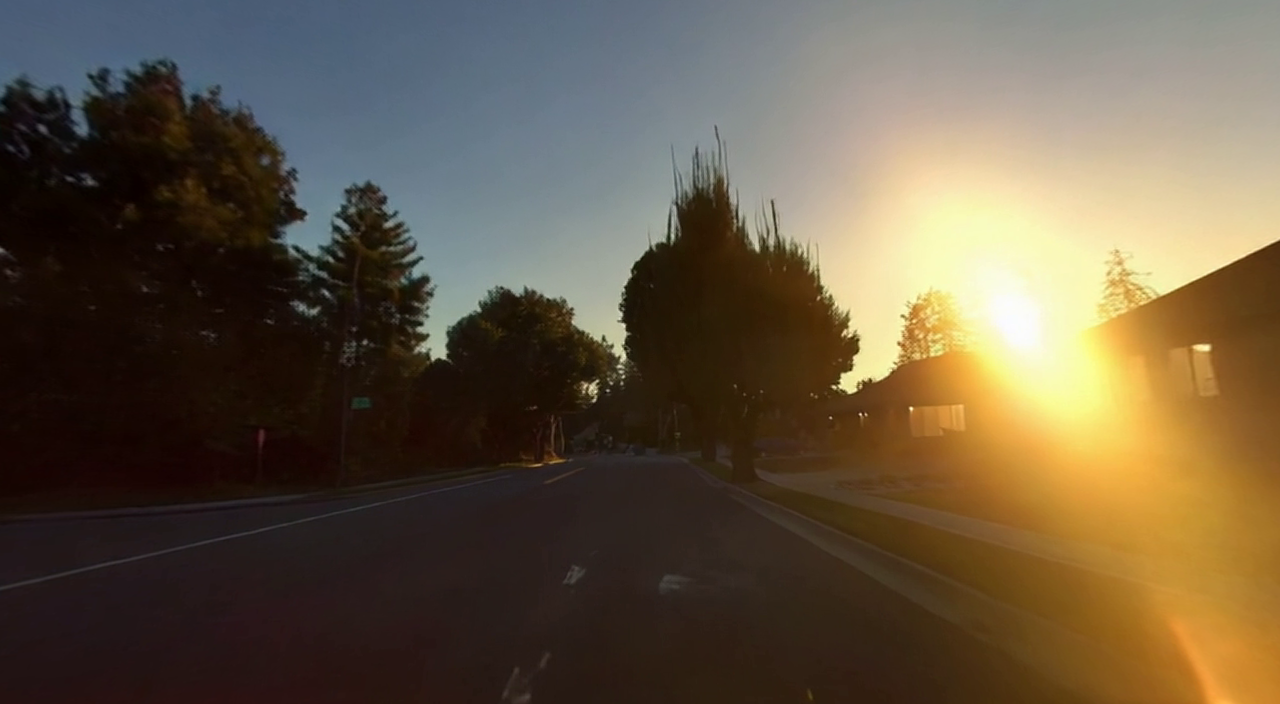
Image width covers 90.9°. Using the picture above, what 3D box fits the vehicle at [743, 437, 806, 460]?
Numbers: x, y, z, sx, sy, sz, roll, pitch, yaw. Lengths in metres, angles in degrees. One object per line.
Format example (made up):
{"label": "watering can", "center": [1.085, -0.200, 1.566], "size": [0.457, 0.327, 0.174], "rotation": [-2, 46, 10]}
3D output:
{"label": "vehicle", "center": [9.654, 6.962, 45.531], "size": [4.153, 1.605, 1.835], "rotation": [1, -7, -1]}
